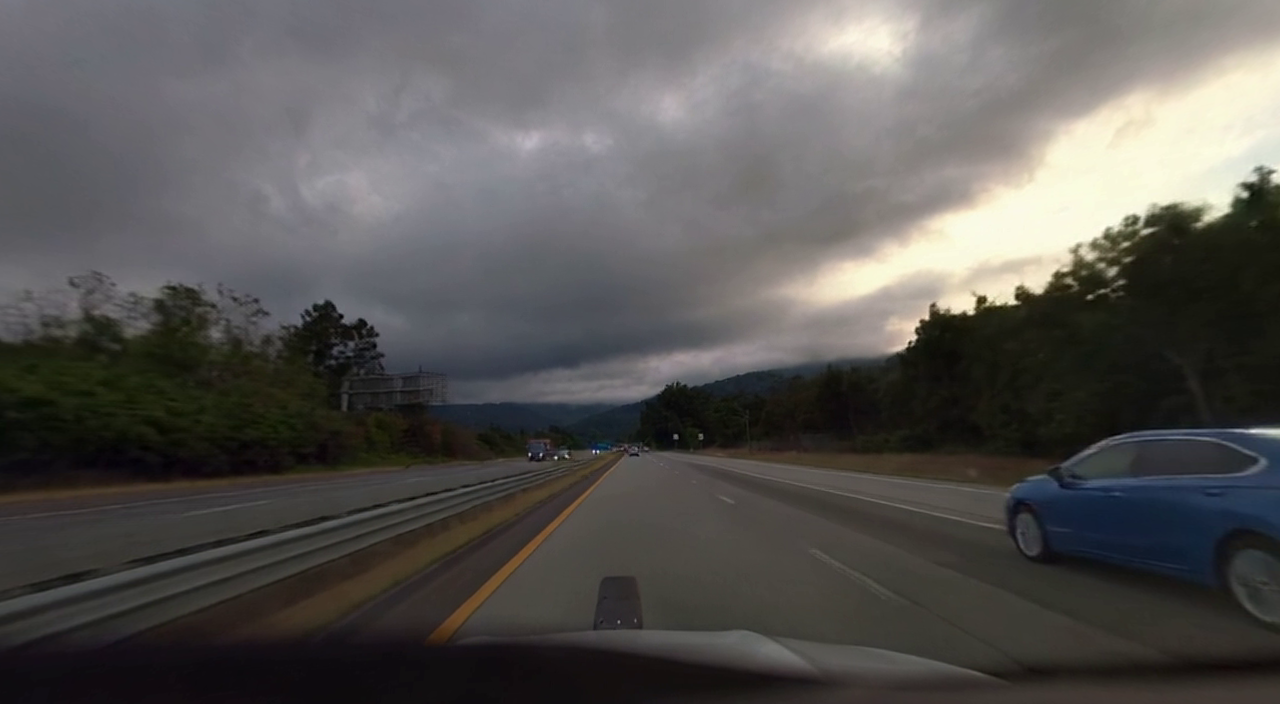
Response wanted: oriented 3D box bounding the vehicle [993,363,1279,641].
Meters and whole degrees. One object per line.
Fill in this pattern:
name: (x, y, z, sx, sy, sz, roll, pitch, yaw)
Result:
vehicle: (5.199, 1.087, 4.895, 2.117, 1.783, 4.627, -1, -9, -1)
